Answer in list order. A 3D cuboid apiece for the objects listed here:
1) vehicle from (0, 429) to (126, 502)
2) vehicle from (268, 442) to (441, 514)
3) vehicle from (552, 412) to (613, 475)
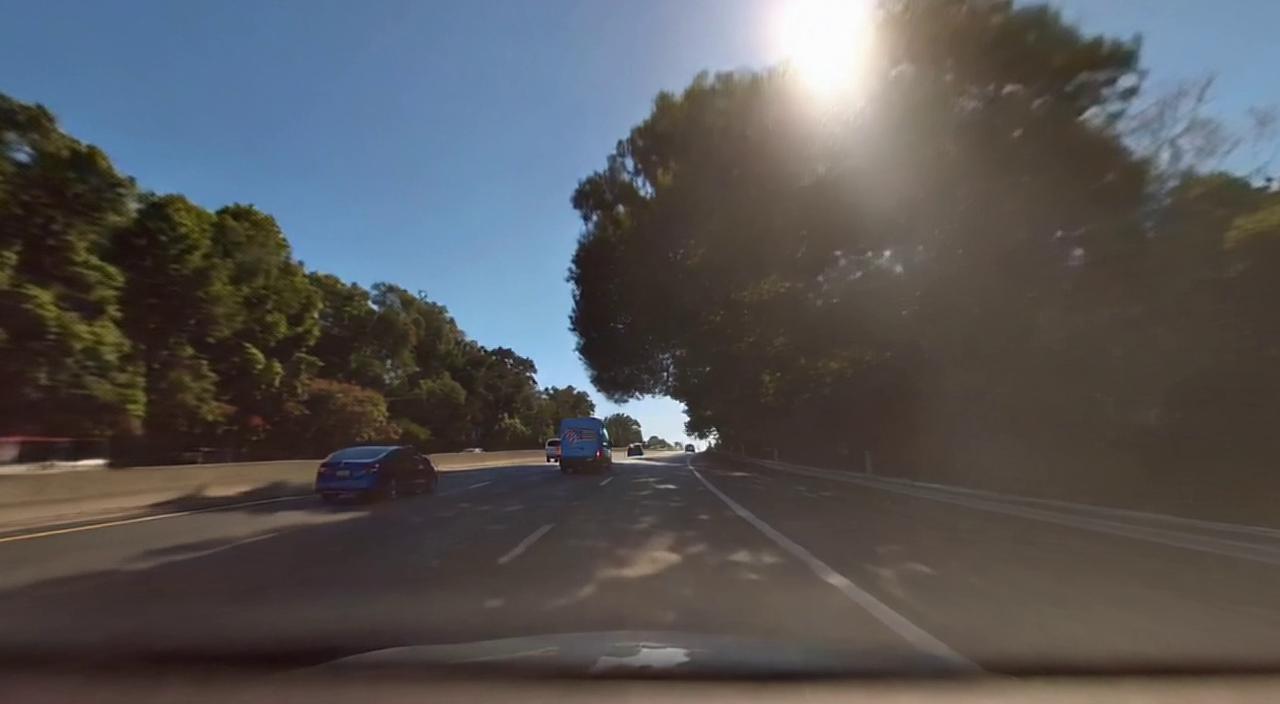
[{"bbox_3d":[-16.838,2.902,16.210,2.255,1.760,5.882,0,-8,1],"label":"vehicle"},{"bbox_3d":[-6.507,2.883,15.045,1.947,1.438,4.440,0,-8,1],"label":"vehicle"},{"bbox_3d":[-2.765,4.611,31.800,2.319,2.883,5.632,-1,-8,3],"label":"vehicle"}]
